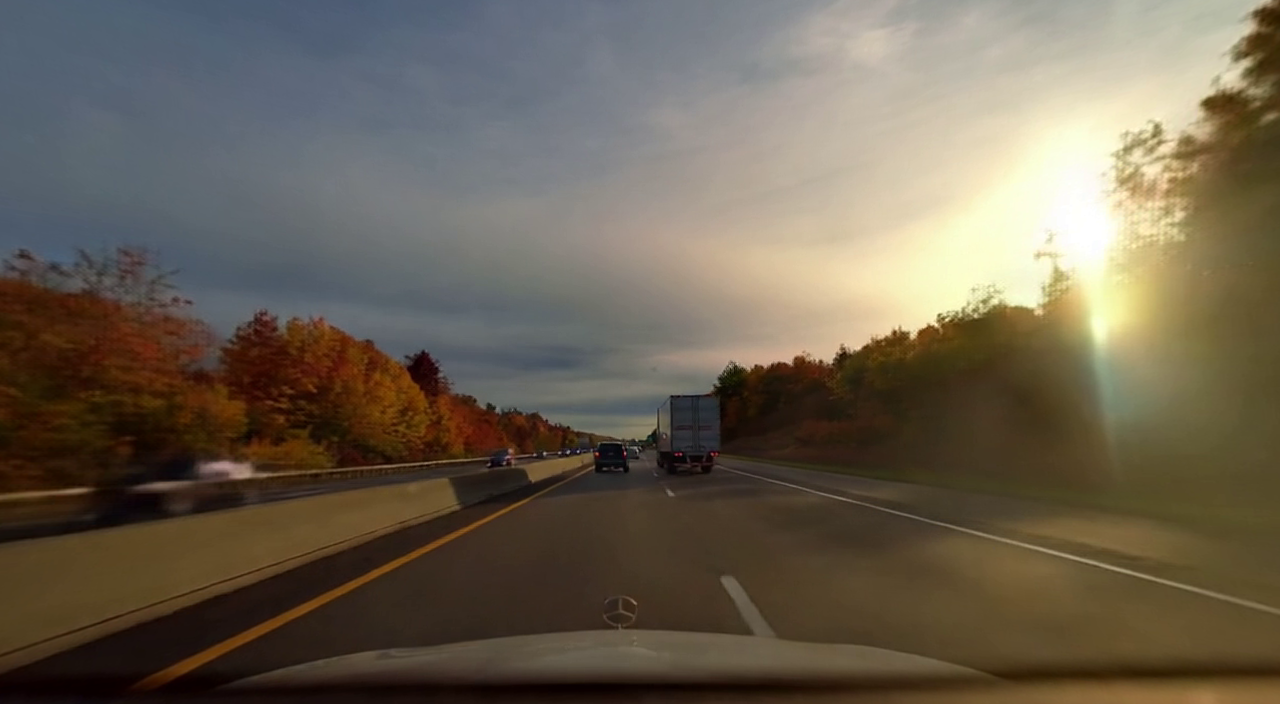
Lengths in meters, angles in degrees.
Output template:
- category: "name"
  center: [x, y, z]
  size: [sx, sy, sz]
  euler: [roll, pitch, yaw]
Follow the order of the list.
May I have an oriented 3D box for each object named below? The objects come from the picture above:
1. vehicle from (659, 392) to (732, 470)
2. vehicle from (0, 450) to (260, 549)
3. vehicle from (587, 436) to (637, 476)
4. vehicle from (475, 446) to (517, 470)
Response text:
- category: "vehicle"
  center: [3.089, 5.159, 39.670]
  size: [3.068, 4.042, 13.787]
  euler: [0, -9, -1]
- category: "vehicle"
  center: [-9.693, 2.671, 12.119]
  size: [1.890, 1.505, 4.484]
  euler: [0, -9, -1]
- category: "vehicle"
  center: [-1.229, 4.811, 29.106]
  size: [2.151, 1.693, 4.201]
  euler: [0, -9, -1]
- category: "vehicle"
  center: [-10.086, 7.451, 44.219]
  size: [1.946, 1.550, 4.142]
  euler: [-1, -9, 0]
